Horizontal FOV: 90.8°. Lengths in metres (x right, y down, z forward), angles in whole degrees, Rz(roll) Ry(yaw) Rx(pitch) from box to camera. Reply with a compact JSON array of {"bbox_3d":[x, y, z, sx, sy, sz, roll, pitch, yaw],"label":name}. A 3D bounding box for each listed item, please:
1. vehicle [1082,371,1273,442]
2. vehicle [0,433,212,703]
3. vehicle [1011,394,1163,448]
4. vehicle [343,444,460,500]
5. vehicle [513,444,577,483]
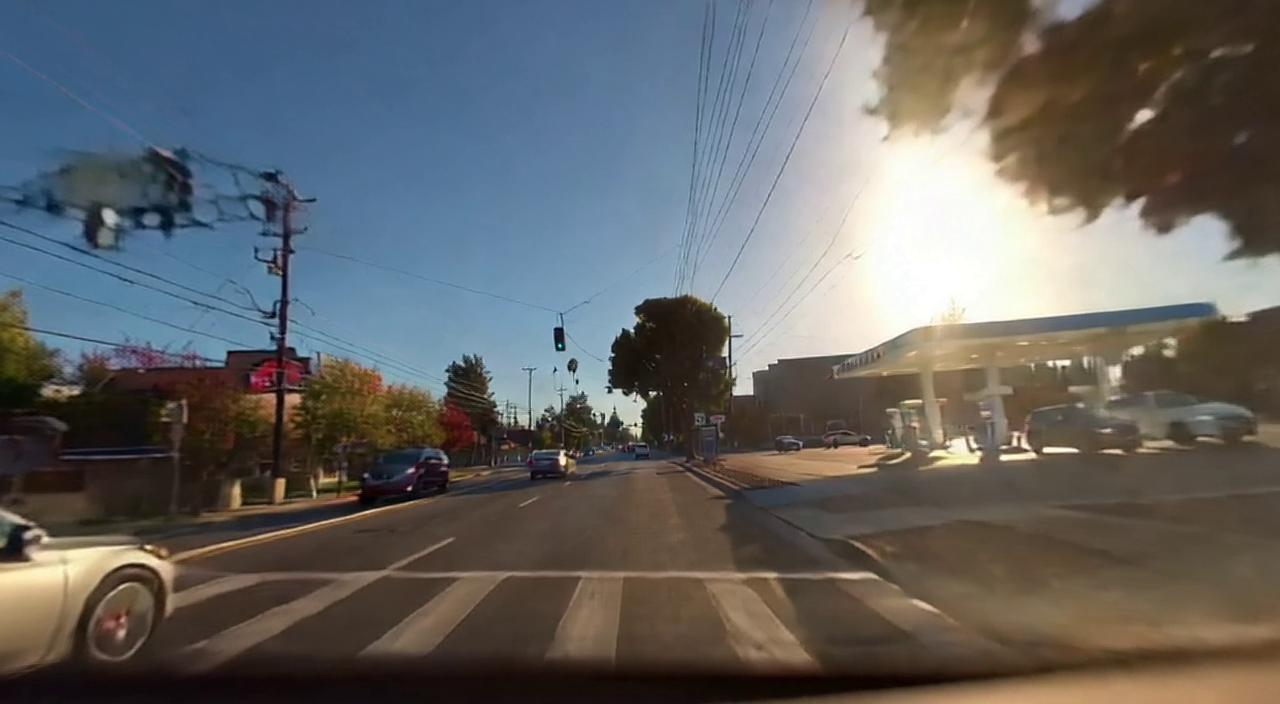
[{"bbox_3d":[17.423,1.924,20.911,2.014,2.048,4.717,1,-8,-2],"label":"vehicle"},{"bbox_3d":[-3.842,0.961,2.061,1.704,1.430,4.587,1,-8,-1],"label":"vehicle"},{"bbox_3d":[14.349,2.333,20.638,1.835,1.549,4.178,1,-8,-1],"label":"vehicle"},{"bbox_3d":[-9.466,4.769,25.695,2.256,1.772,5.738,-6,-9,2],"label":"vehicle"},{"bbox_3d":[-3.922,4.663,26.766,1.943,1.455,4.414,1,-8,1],"label":"vehicle"}]
